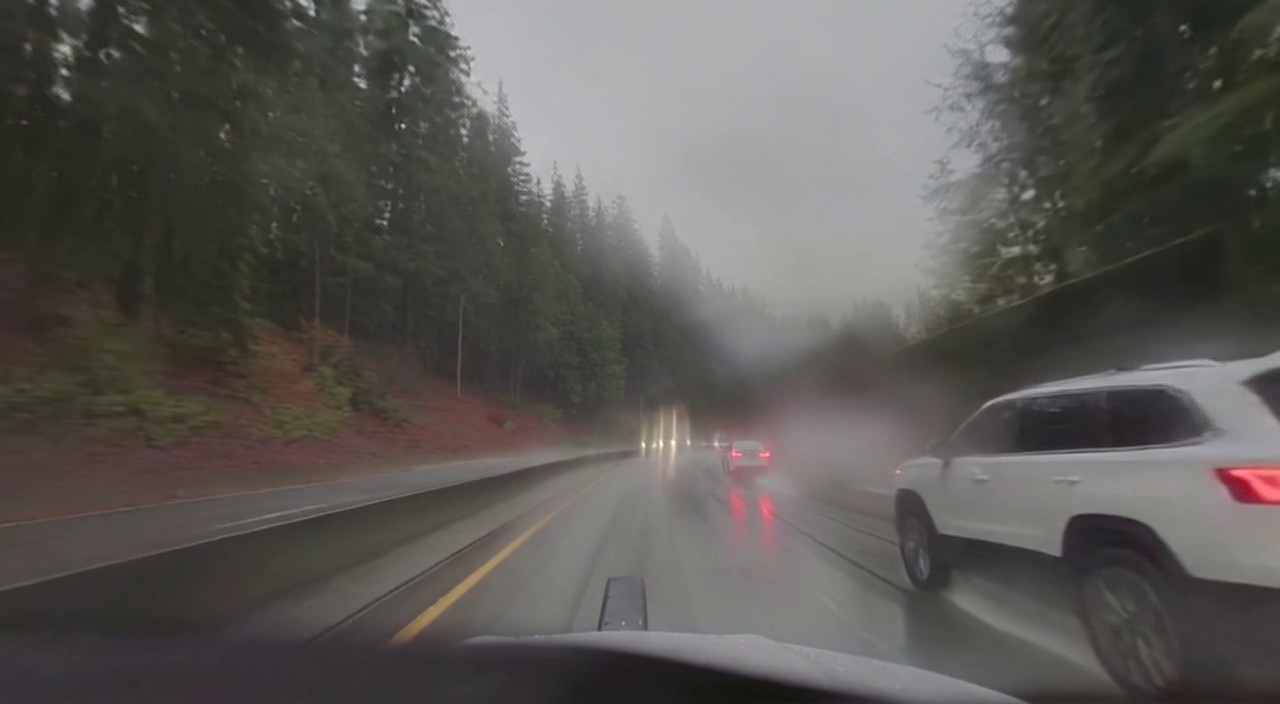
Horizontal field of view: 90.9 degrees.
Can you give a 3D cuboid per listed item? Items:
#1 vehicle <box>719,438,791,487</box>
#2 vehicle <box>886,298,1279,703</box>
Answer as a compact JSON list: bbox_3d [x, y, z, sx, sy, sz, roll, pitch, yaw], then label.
[{"bbox_3d":[4.378,4.268,24.663,2.112,1.708,4.380,0,-8,2],"label":"vehicle"},{"bbox_3d":[3.603,0.958,3.831,2.270,1.897,4.822,0,-8,0],"label":"vehicle"}]
